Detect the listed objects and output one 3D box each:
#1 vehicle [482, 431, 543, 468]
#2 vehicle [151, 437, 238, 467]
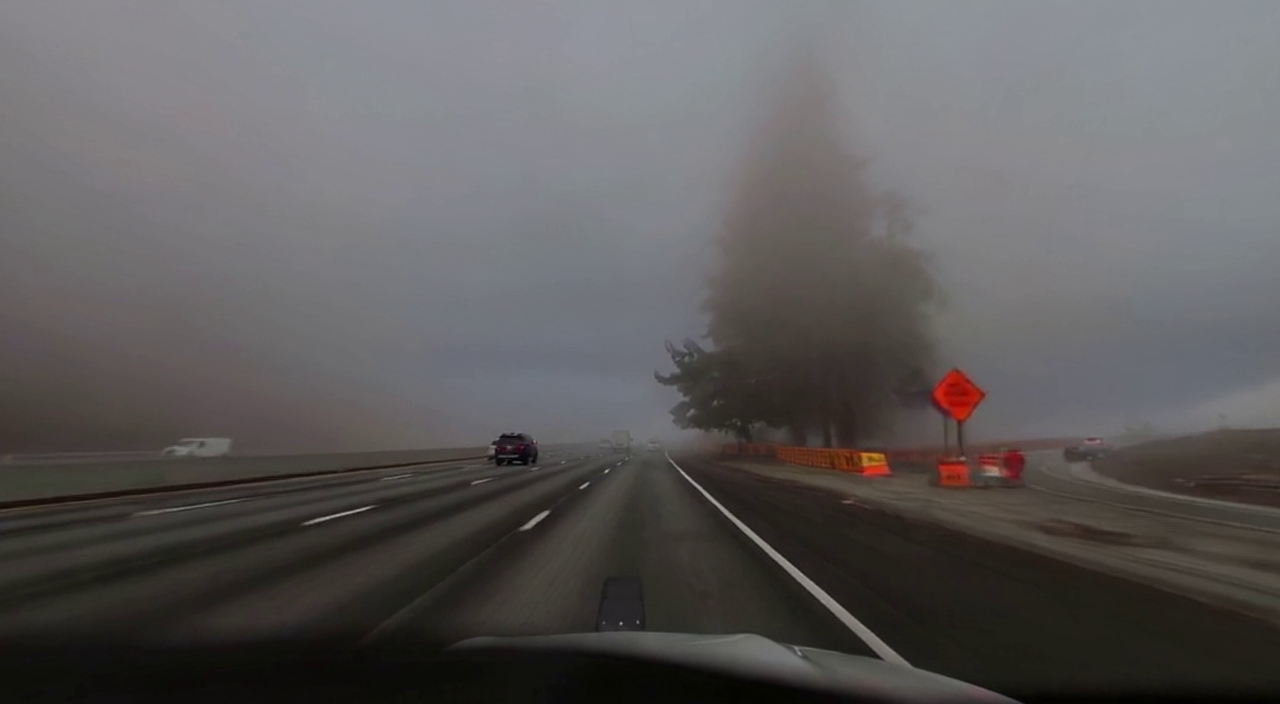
[{"bbox_3d":[-6.601,5.143,33.258,2.103,1.775,4.966,0,-8,1],"label":"vehicle"},{"bbox_3d":[-25.347,5.682,35.977,1.884,1.584,3.970,0,-8,3],"label":"vehicle"}]
